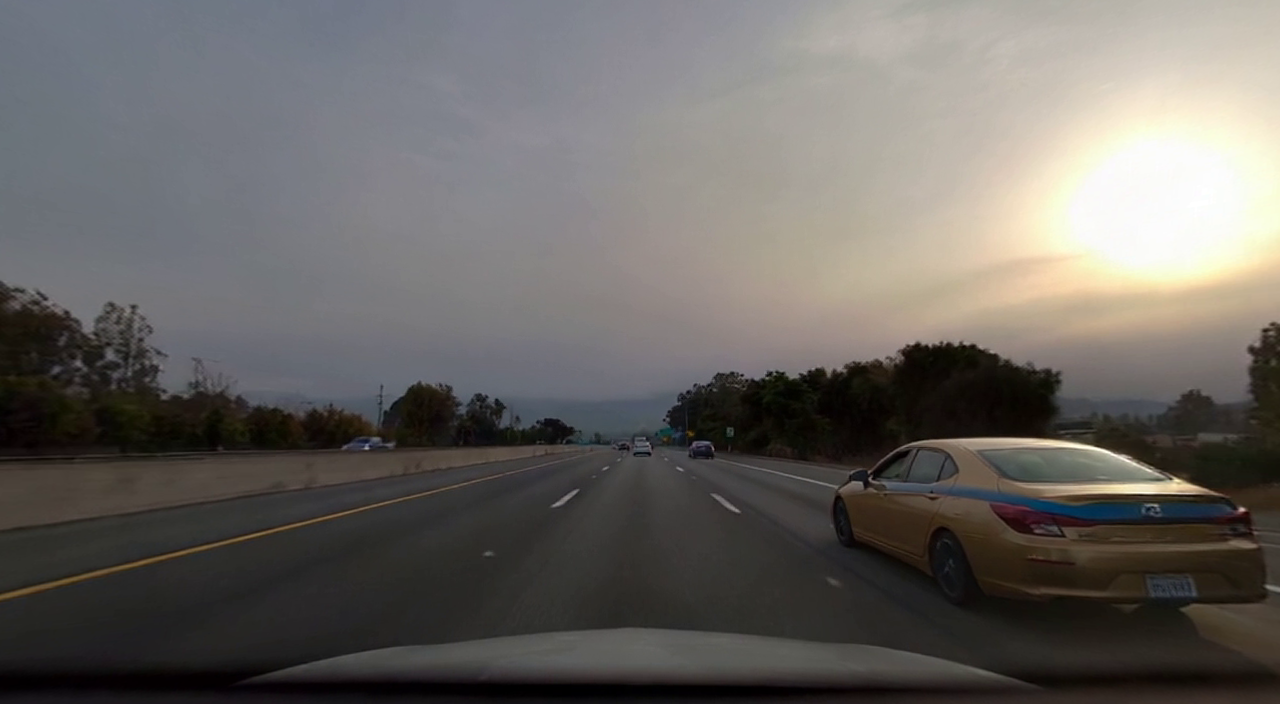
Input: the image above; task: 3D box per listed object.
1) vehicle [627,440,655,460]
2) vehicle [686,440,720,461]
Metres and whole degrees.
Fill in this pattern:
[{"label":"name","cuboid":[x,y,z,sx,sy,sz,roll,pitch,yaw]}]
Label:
[{"label":"vehicle","cuboid":[0.043,7.451,47.756,2.052,1.449,3.857,0,-8,0]},{"label":"vehicle","cuboid":[4.651,7.352,47.001,2.008,1.524,4.598,0,-8,-1]}]
